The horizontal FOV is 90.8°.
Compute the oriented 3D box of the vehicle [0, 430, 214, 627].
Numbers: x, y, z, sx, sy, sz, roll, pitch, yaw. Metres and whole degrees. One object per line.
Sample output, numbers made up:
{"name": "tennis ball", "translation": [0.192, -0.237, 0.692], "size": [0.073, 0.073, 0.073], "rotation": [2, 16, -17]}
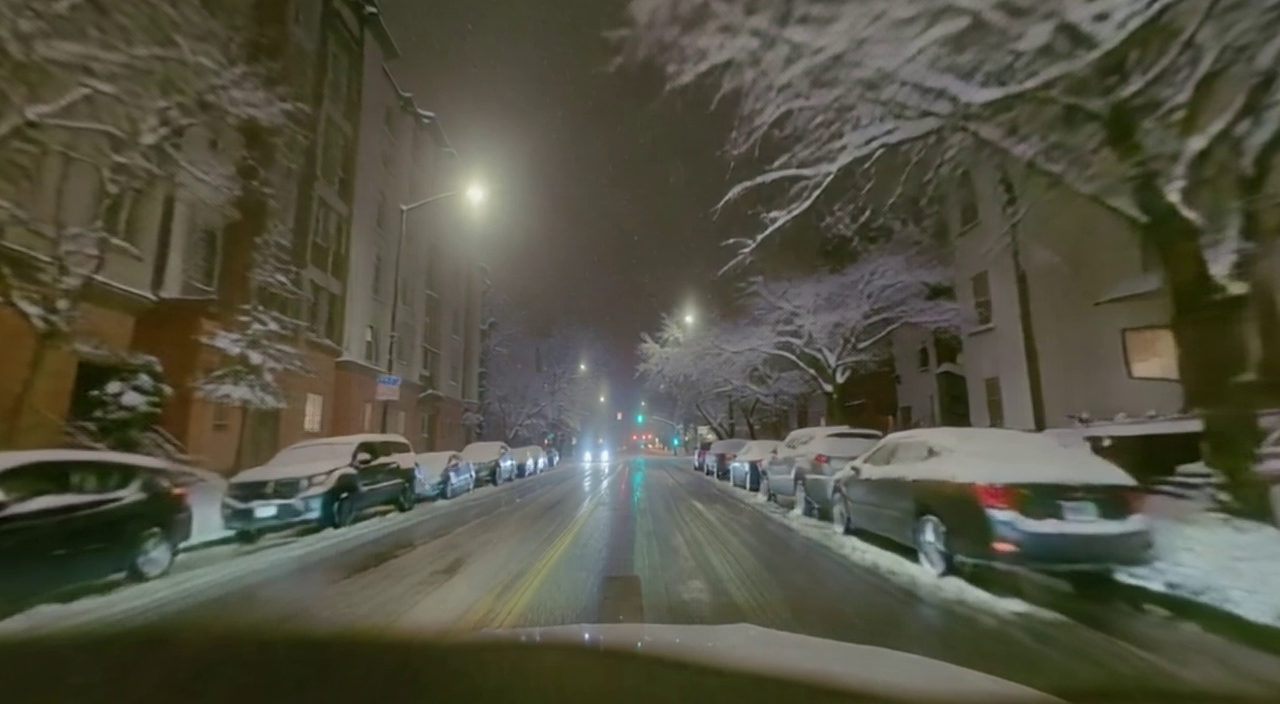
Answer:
{"name": "vehicle", "translation": [-6.234, 1.617, 5.690], "size": [1.763, 1.612, 4.462], "rotation": [-6, -8, -1]}

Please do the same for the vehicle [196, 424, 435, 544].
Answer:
{"name": "vehicle", "translation": [-6.103, 2.492, 12.774], "size": [2.175, 1.849, 4.725], "rotation": [-3, -8, 3]}

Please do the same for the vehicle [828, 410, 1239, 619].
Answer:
{"name": "vehicle", "translation": [3.856, 1.654, 7.471], "size": [1.924, 1.657, 4.665], "rotation": [0, -8, 1]}
